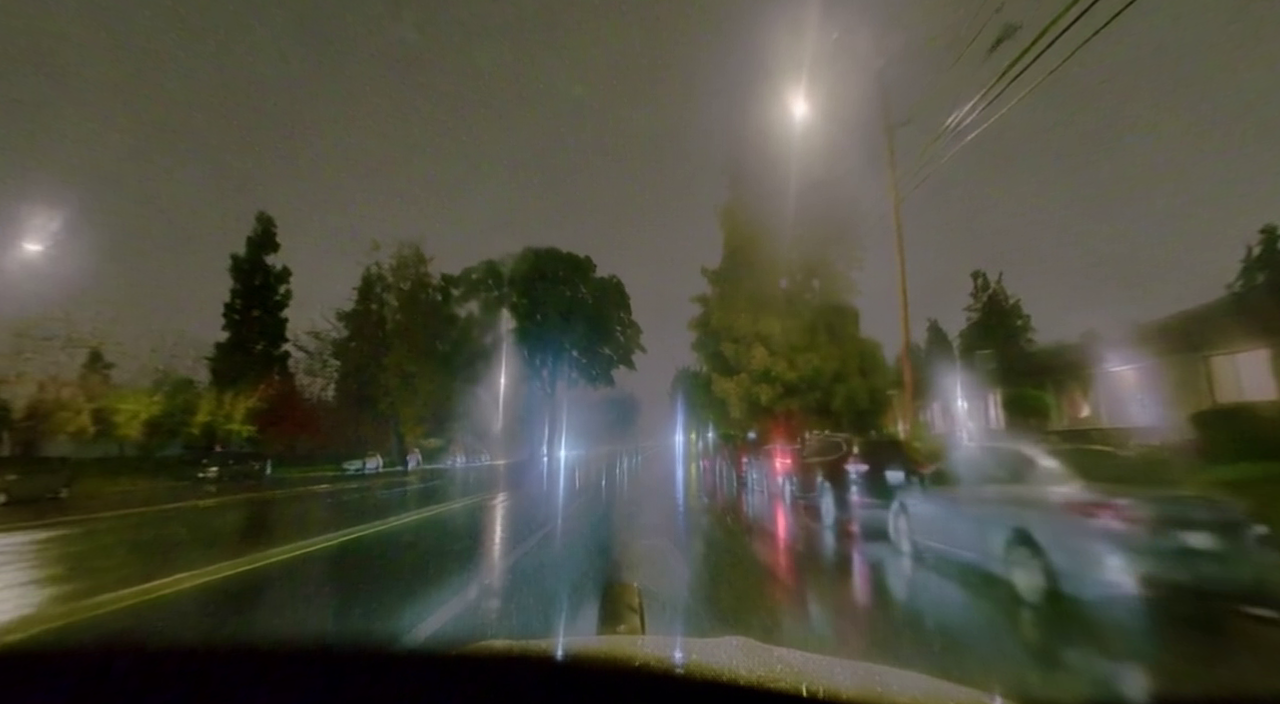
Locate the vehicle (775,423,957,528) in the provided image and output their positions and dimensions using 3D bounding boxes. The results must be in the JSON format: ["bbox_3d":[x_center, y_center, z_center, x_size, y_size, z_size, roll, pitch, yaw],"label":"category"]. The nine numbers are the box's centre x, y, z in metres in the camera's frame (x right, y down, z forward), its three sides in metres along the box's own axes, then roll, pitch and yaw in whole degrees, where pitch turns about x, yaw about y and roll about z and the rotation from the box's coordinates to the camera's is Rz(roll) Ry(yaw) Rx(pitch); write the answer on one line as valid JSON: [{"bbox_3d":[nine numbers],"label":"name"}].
[{"bbox_3d":[4.286,2.412,12.884,1.978,1.744,4.332,0,-9,-2],"label":"vehicle"}]

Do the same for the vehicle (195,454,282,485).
[{"bbox_3d":[-23.313,6.815,36.913,1.950,1.466,4.728,-2,-7,1],"label":"vehicle"}]

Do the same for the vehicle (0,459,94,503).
[{"bbox_3d":[-23.636,4.807,23.780,1.915,1.492,4.565,-1,-9,3],"label":"vehicle"}]

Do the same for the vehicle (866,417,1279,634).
[{"bbox_3d":[4.233,1.602,6.896,1.794,1.560,4.429,0,-9,-1],"label":"vehicle"}]
